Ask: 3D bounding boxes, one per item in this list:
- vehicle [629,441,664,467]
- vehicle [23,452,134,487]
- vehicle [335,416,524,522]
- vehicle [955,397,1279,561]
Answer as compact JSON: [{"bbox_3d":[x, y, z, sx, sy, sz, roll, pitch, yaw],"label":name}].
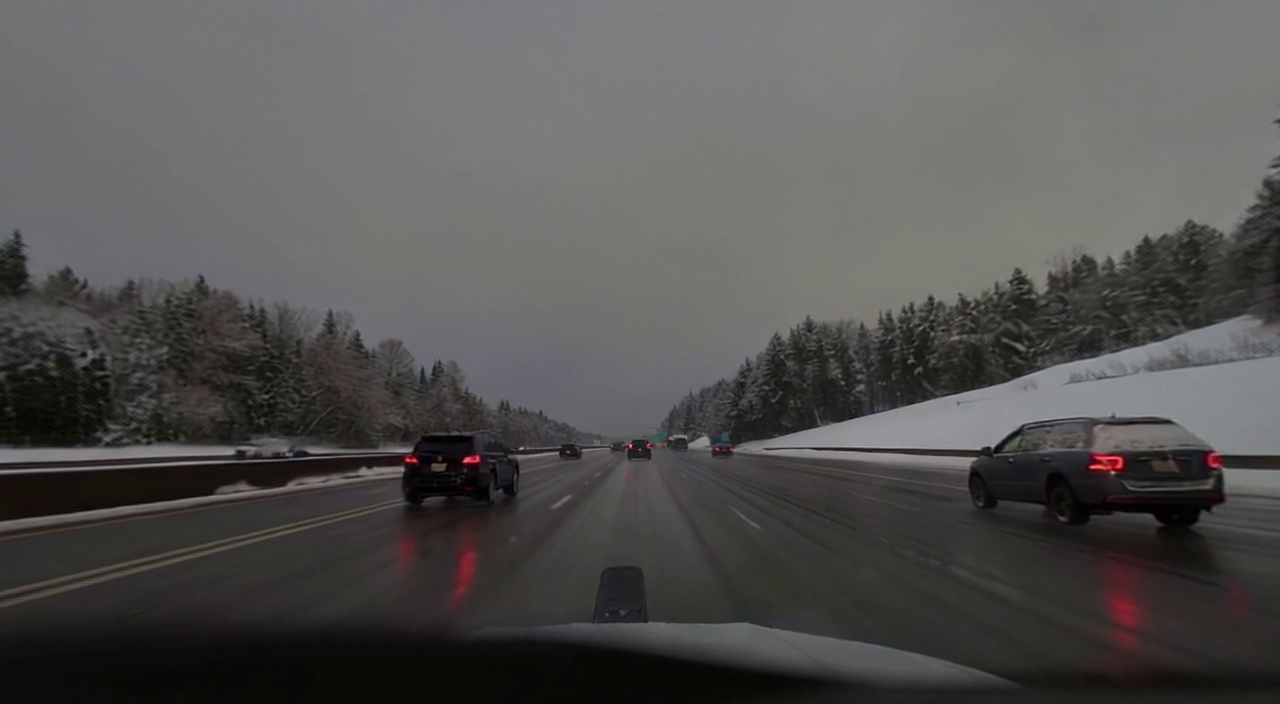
[{"bbox_3d":[0.359,6.230,38.717,2.050,1.452,3.917,0,-8,-1],"label":"vehicle"},{"bbox_3d":[-27.502,5.734,31.086,1.789,1.537,3.961,0,-8,0],"label":"vehicle"},{"bbox_3d":[-3.971,2.313,13.010,2.118,1.750,4.875,0,-8,1],"label":"vehicle"},{"bbox_3d":[7.023,1.730,9.345,2.123,1.756,4.959,0,-8,0],"label":"vehicle"}]
